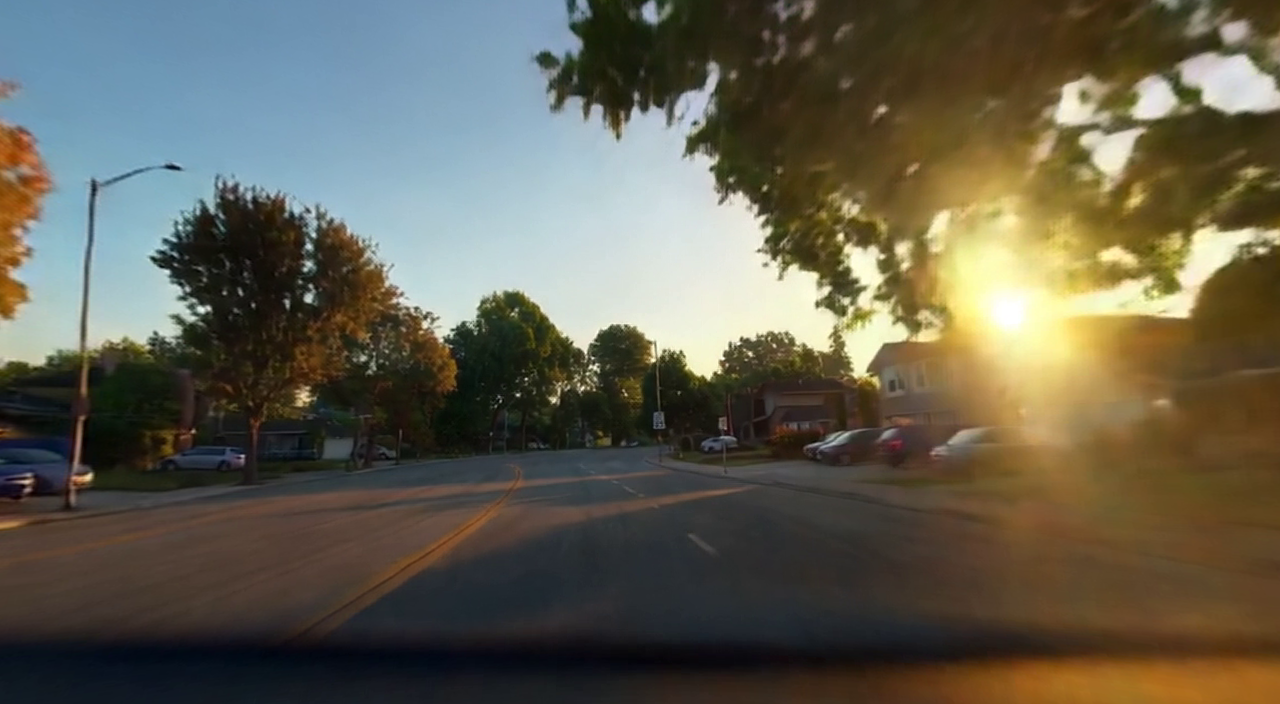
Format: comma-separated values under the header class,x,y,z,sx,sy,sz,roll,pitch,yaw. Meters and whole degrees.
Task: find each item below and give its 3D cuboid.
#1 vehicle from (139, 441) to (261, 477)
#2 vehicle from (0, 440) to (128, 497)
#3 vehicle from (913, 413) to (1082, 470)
class,x,y,z,sx,sy,sz,roll,pitch,yaw
vehicle,-23.956,5.843,34.569,4.879,1.854,2.265,2,-9,-13
vehicle,-21.142,3.934,21.562,5.150,1.840,2.122,1,-8,-6
vehicle,12.851,3.285,23.004,4.693,1.764,2.265,-4,-9,8
